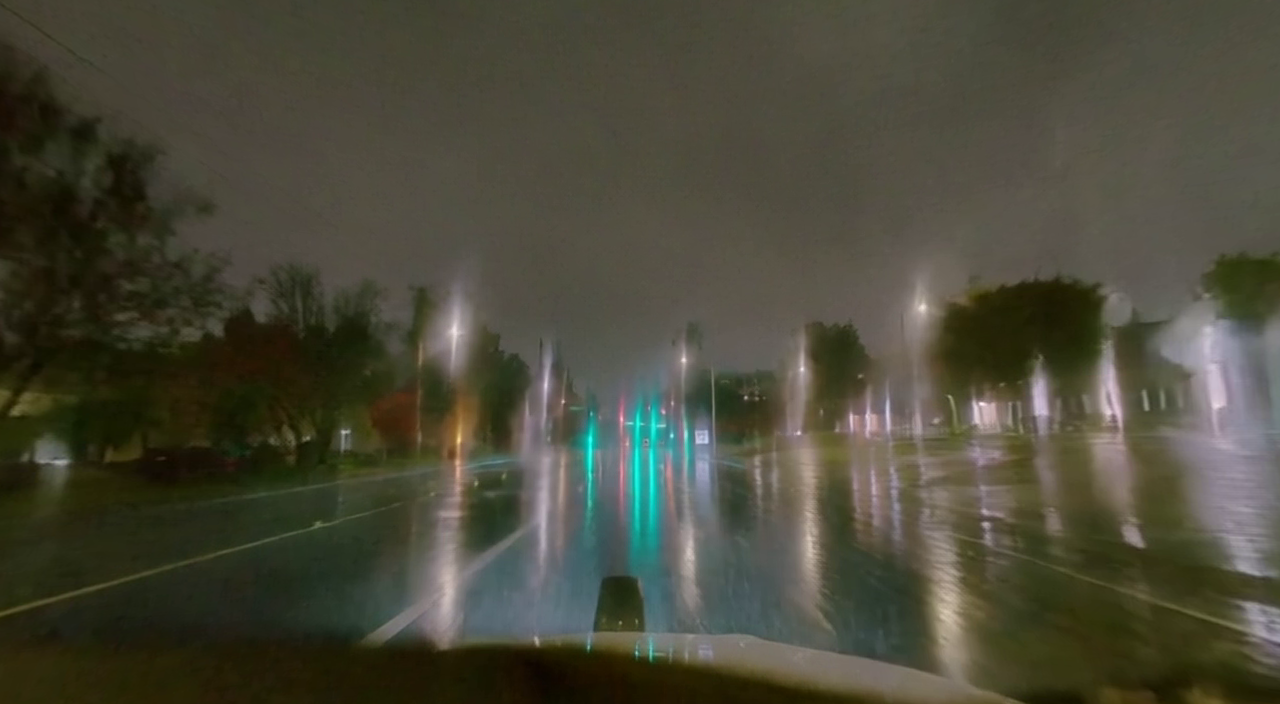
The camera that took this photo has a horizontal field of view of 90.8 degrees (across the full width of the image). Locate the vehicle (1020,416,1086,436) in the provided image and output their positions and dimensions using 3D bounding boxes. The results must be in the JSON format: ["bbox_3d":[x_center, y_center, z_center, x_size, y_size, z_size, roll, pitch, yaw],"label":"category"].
[{"bbox_3d":[32.516,5.867,49.821,3.904,1.508,1.724,-1,-9,1],"label":"vehicle"}]

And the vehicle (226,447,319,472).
[{"bbox_3d":[-23.271,6.834,40.117,4.686,1.495,1.879,0,-8,1],"label":"vehicle"}]

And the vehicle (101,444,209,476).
[{"bbox_3d":[-28.378,6.306,37.060,4.626,1.753,2.054,0,-8,1],"label":"vehicle"}]
